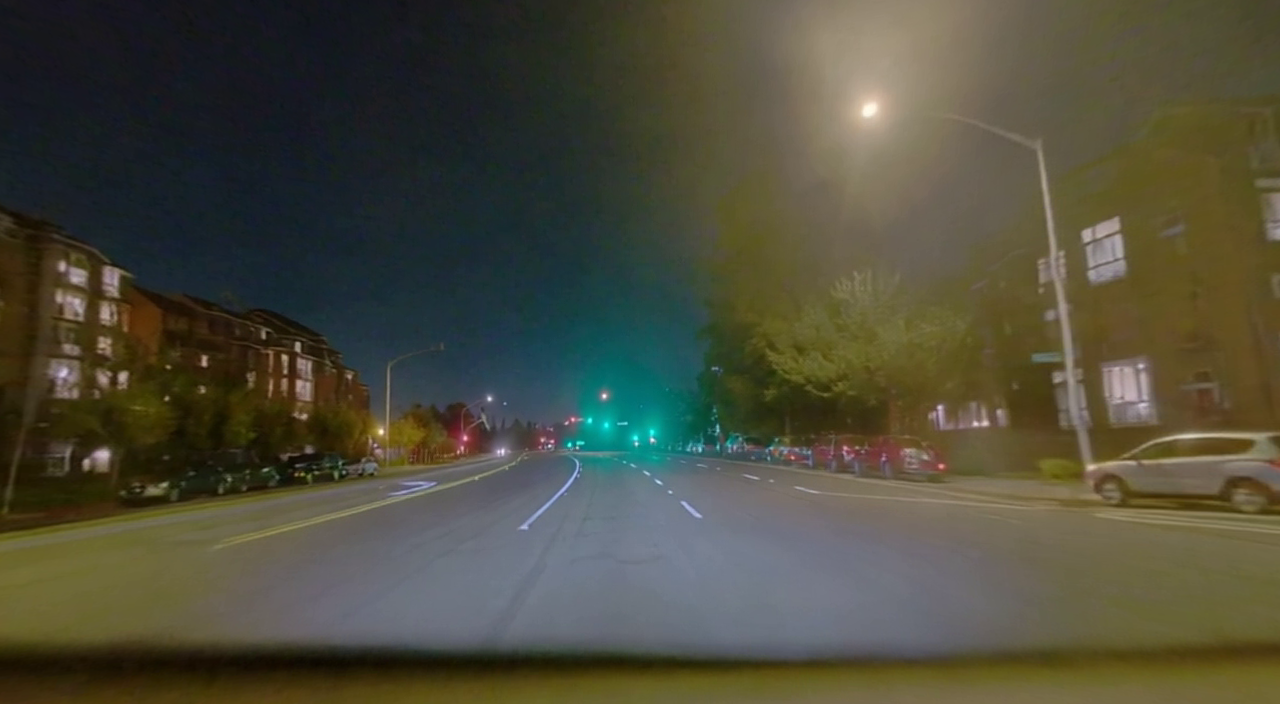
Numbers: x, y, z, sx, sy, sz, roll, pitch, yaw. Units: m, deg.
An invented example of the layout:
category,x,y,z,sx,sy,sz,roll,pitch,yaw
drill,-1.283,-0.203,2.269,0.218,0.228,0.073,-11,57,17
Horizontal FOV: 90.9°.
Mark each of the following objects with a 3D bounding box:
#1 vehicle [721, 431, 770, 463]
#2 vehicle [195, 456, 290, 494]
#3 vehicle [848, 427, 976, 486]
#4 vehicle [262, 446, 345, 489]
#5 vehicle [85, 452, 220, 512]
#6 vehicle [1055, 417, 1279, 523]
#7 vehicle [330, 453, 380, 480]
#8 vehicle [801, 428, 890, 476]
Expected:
category,x,y,z,sx,sy,sz,roll,pitch,yaw
vehicle,7.453,6.817,45.121,1.970,2.104,5.290,1,-9,-7
vehicle,-18.447,5.708,29.510,1.782,1.462,4.438,-1,-8,-3
vehicle,9.156,3.565,21.776,2.039,1.752,4.876,0,-9,-3
vehicle,-18.938,6.451,35.791,2.111,1.908,5.586,-1,-6,-5
vehicle,-17.975,4.749,23.546,1.916,1.657,4.366,-2,-5,-6
vehicle,10.331,2.073,11.410,1.919,1.627,4.196,3,-9,-23
vehicle,-19.583,7.833,43.465,1.778,1.433,4.305,-1,-6,-5
vehicle,8.881,4.366,27.724,1.991,1.905,4.733,0,-9,-5
